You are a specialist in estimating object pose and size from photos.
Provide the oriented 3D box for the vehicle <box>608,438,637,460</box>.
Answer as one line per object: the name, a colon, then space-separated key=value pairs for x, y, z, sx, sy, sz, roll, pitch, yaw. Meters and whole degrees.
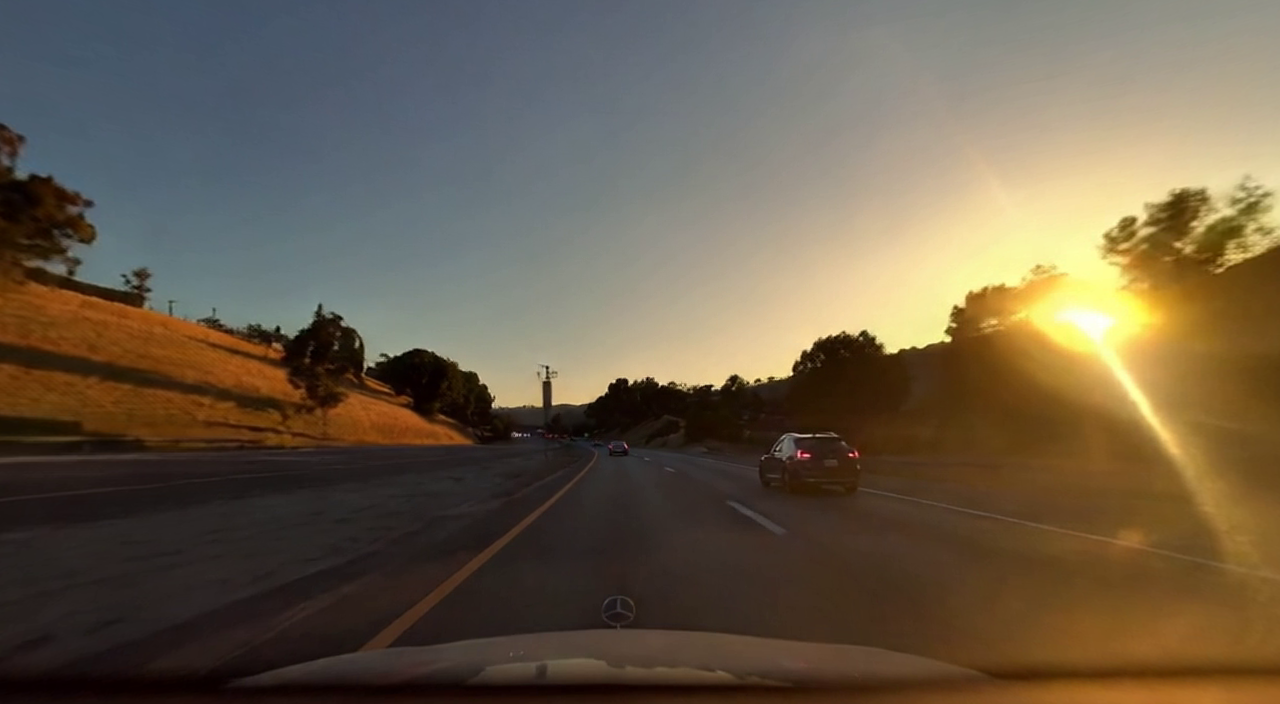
vehicle: x=-1.286 y=6.960 z=45.262 sx=1.998 sy=1.512 sz=3.735 roll=0 pitch=-8 yaw=-3

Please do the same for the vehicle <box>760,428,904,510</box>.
vehicle: x=3.945 y=2.447 z=13.600 sx=1.852 sy=1.513 sz=3.652 roll=0 pitch=-8 yaw=-2
